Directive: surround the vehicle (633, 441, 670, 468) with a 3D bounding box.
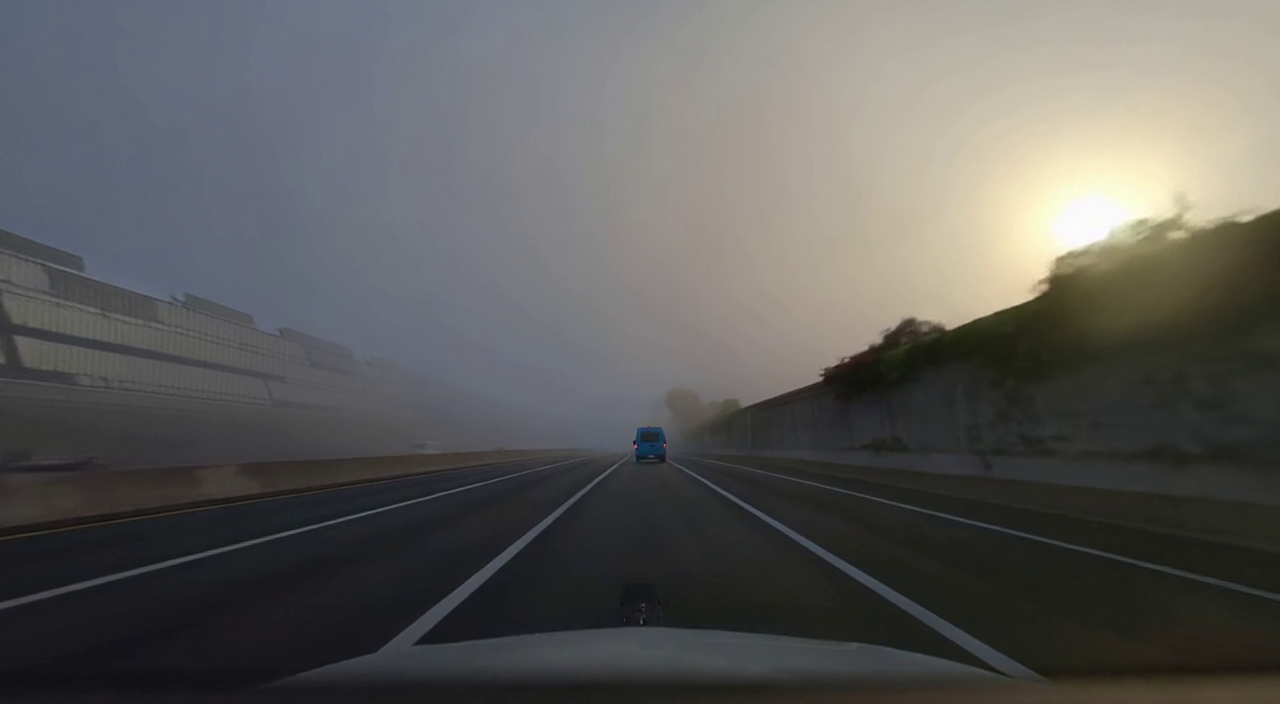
[{"bbox_3d":[0.655,5.845,36.053,1.997,1.484,3.409,0,-8,0],"label":"vehicle"}]
